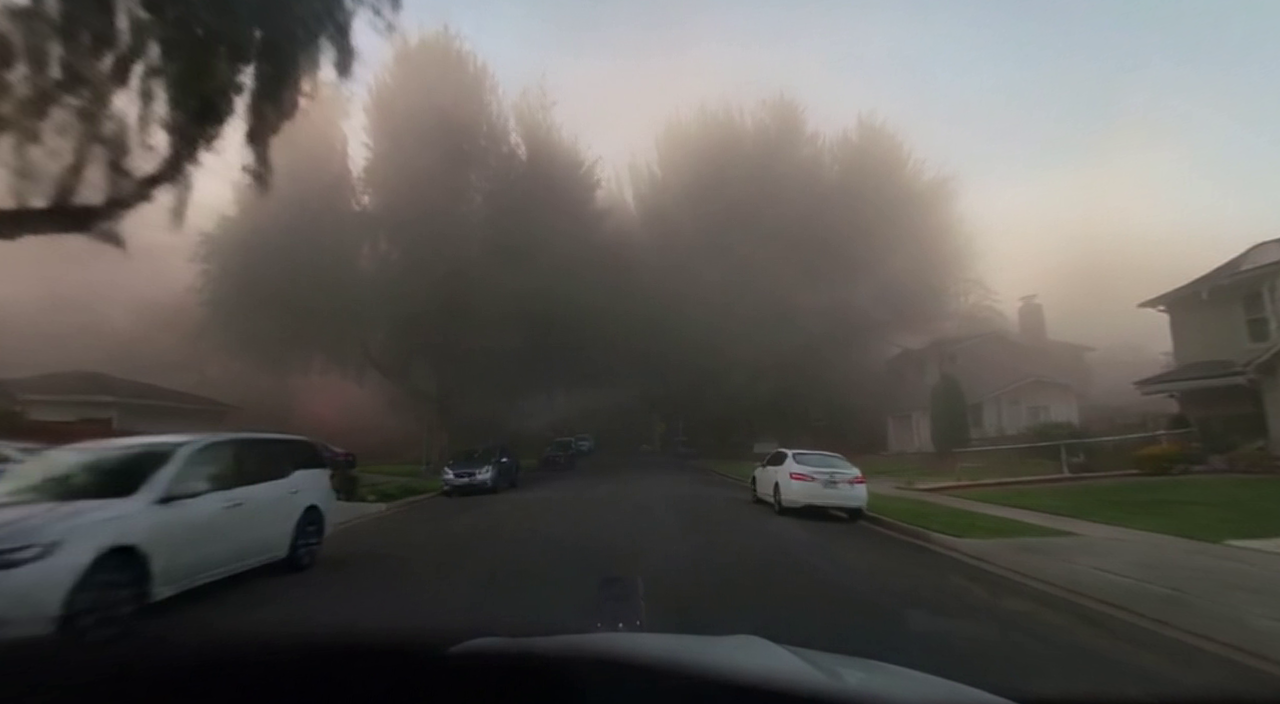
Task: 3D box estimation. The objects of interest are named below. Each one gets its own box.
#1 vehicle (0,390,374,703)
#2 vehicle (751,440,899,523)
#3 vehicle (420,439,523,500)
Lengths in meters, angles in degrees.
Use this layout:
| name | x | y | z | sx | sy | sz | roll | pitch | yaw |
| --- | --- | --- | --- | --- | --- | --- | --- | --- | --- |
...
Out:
| name | x | y | z | sx | sy | sz | roll | pitch | yaw |
| --- | --- | --- | --- | --- | --- | --- | --- | --- | --- |
| vehicle | -4.618 | 1.413 | 5.894 | 2.140 | 1.815 | 4.926 | 0 | -7 | 0 |
| vehicle | 3.736 | 2.676 | 13.596 | 1.945 | 1.495 | 3.983 | 0 | -9 | 0 |
| vehicle | -5.017 | 3.544 | 19.527 | 1.887 | 1.660 | 4.312 | 0 | -9 | 1 |
